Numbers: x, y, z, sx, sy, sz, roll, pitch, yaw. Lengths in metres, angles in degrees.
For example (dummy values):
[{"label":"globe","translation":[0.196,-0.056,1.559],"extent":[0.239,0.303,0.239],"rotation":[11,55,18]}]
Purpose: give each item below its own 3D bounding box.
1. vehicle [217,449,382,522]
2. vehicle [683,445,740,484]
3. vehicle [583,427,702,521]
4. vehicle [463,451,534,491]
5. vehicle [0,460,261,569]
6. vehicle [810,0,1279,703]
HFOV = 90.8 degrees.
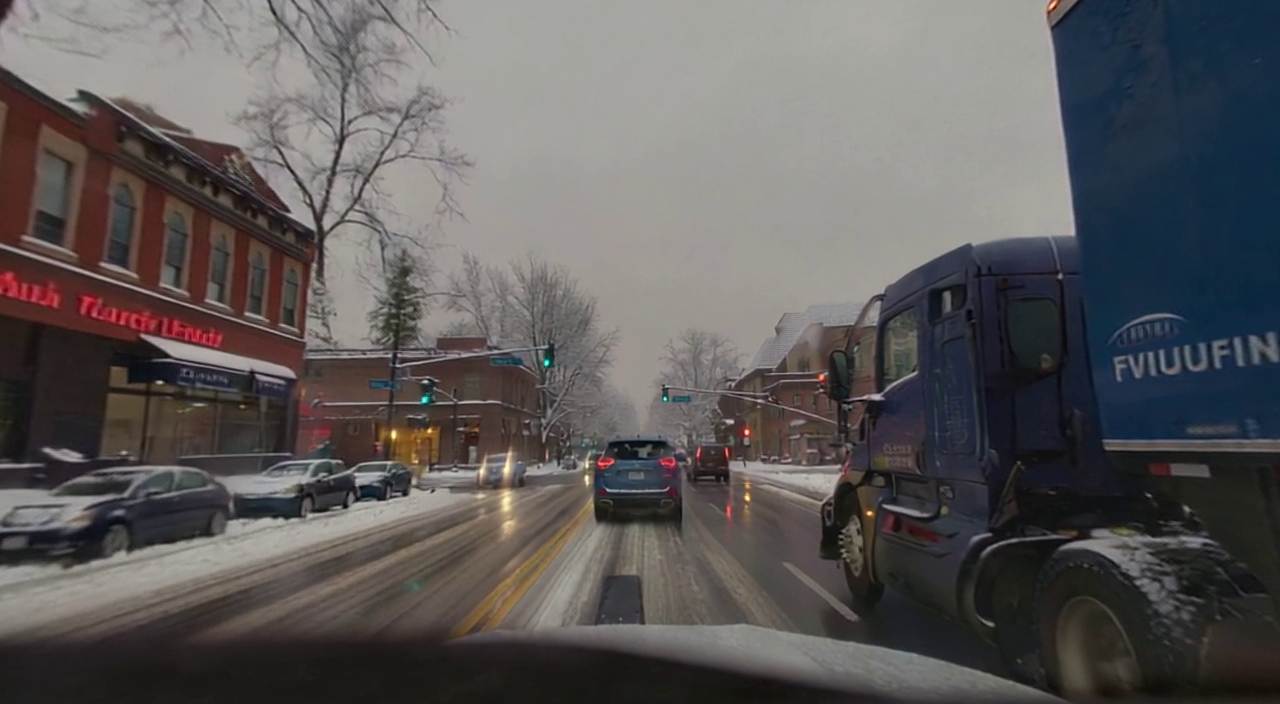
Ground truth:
[{"label":"vehicle","translation":[-8.940,3.488,17.146],"extent":[2.084,1.686,4.422],"rotation":[0,-8,-1]},{"label":"vehicle","translation":[3.326,5.349,30.316],"extent":[2.159,1.696,4.316],"rotation":[0,-8,-1]},{"label":"vehicle","translation":[0.102,2.710,14.593],"extent":[2.283,1.783,4.548],"rotation":[-1,-8,1]},{"label":"vehicle","translation":[-5.937,5.017,27.033],"extent":[1.947,1.462,4.640],"rotation":[0,-8,0]},{"label":"vehicle","translation":[-8.800,2.648,11.034],"extent":[1.805,1.379,4.359],"rotation":[0,-8,-2]},{"label":"vehicle","translation":[3.289,-0.178,1.630],"extent":[2.913,3.771,9.716],"rotation":[0,-8,0]}]
